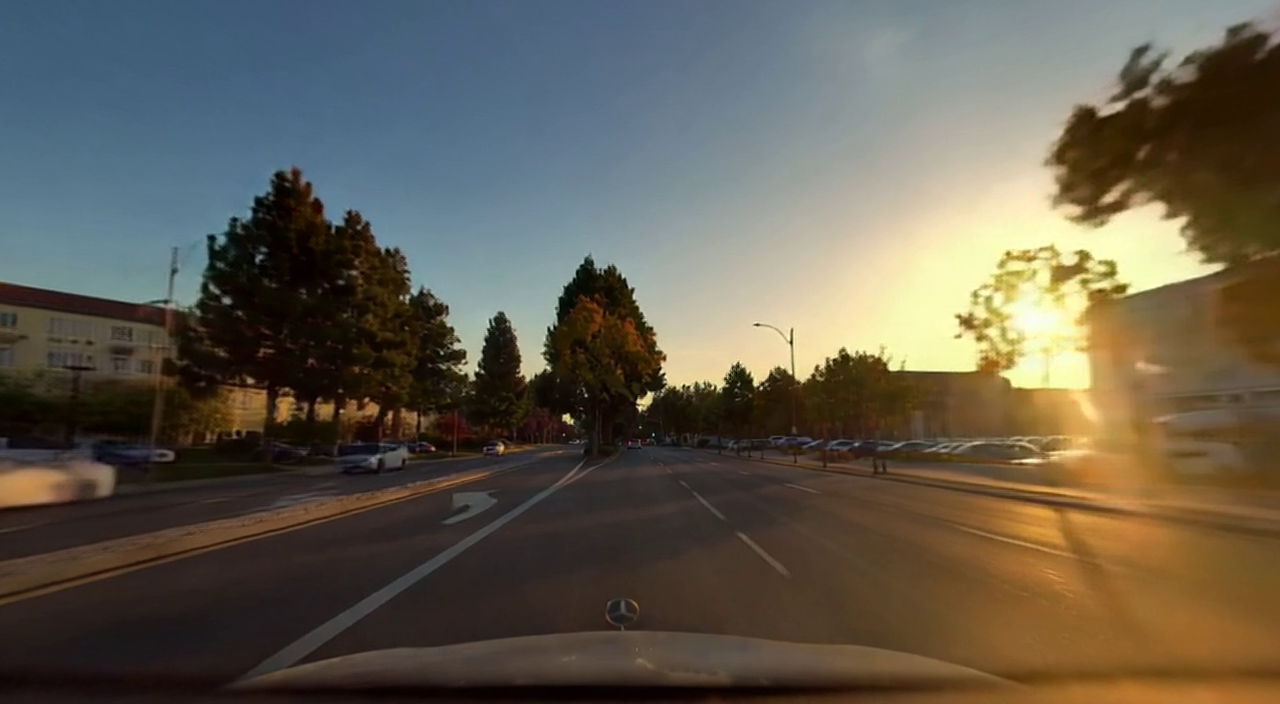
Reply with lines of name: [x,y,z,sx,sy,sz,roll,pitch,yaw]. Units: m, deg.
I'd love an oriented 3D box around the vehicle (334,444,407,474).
vehicle: [-14.534,5.768,34.394,1.950,1.505,4.733,0,-8,-1]

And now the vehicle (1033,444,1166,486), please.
vehicle: [20.600,5.054,28.563,4.573,1.747,2.191,-6,-10,34]

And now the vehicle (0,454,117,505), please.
vehicle: [-19.787,4.072,20.560,1.787,1.437,4.414,0,-8,-1]
